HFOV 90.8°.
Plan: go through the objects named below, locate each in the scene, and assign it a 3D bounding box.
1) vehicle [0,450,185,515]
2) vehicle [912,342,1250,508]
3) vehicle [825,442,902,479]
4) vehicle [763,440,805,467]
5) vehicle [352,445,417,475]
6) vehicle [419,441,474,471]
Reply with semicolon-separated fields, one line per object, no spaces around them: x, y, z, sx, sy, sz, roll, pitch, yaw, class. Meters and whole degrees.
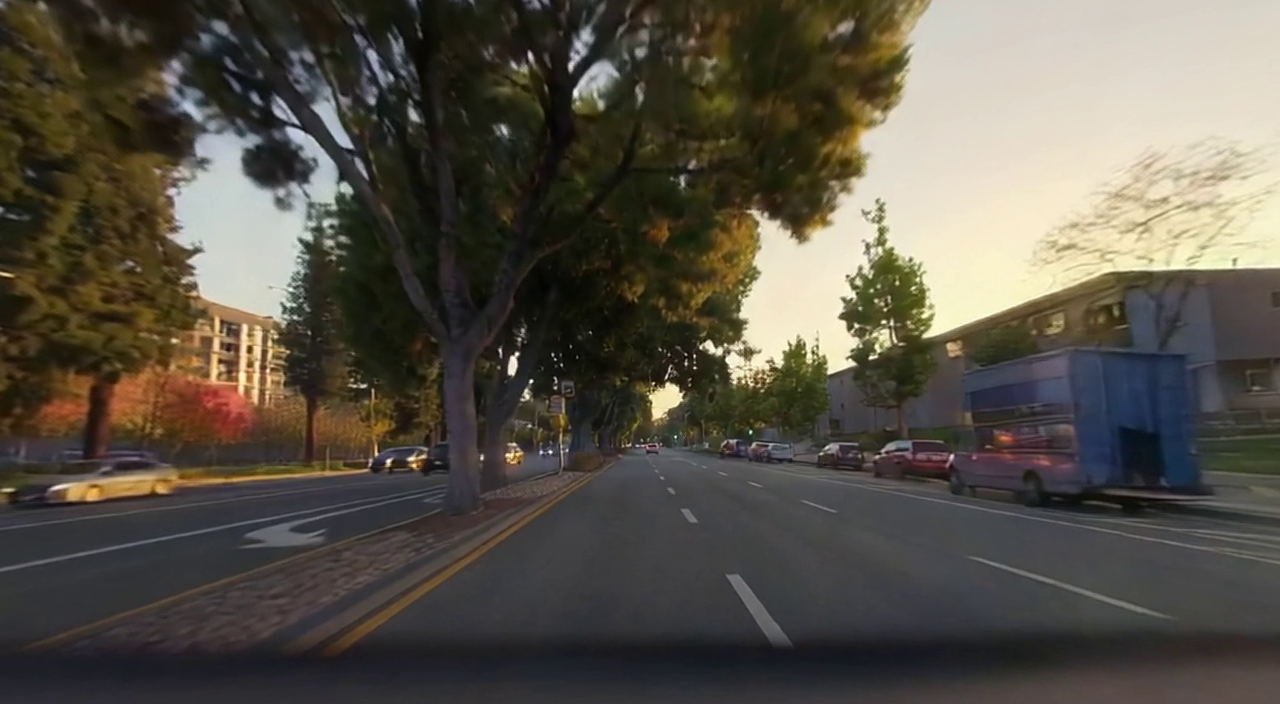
-15.314;3.481;17.473;2.011;1.496;4.650;0;-8;0;vehicle
9.680;1.881;15.427;2.670;3.016;7.732;0;-8;1;vehicle
10.226;4.989;29.305;1.808;1.551;4.450;0;-8;-2;vehicle
10.152;7.165;44.883;1.960;1.817;4.463;0;-8;1;vehicle
-15.251;6.427;38.001;1.958;1.687;4.621;0;-8;0;vehicle
-11.671;6.308;38.438;1.950;1.699;4.347;0;-8;0;vehicle
